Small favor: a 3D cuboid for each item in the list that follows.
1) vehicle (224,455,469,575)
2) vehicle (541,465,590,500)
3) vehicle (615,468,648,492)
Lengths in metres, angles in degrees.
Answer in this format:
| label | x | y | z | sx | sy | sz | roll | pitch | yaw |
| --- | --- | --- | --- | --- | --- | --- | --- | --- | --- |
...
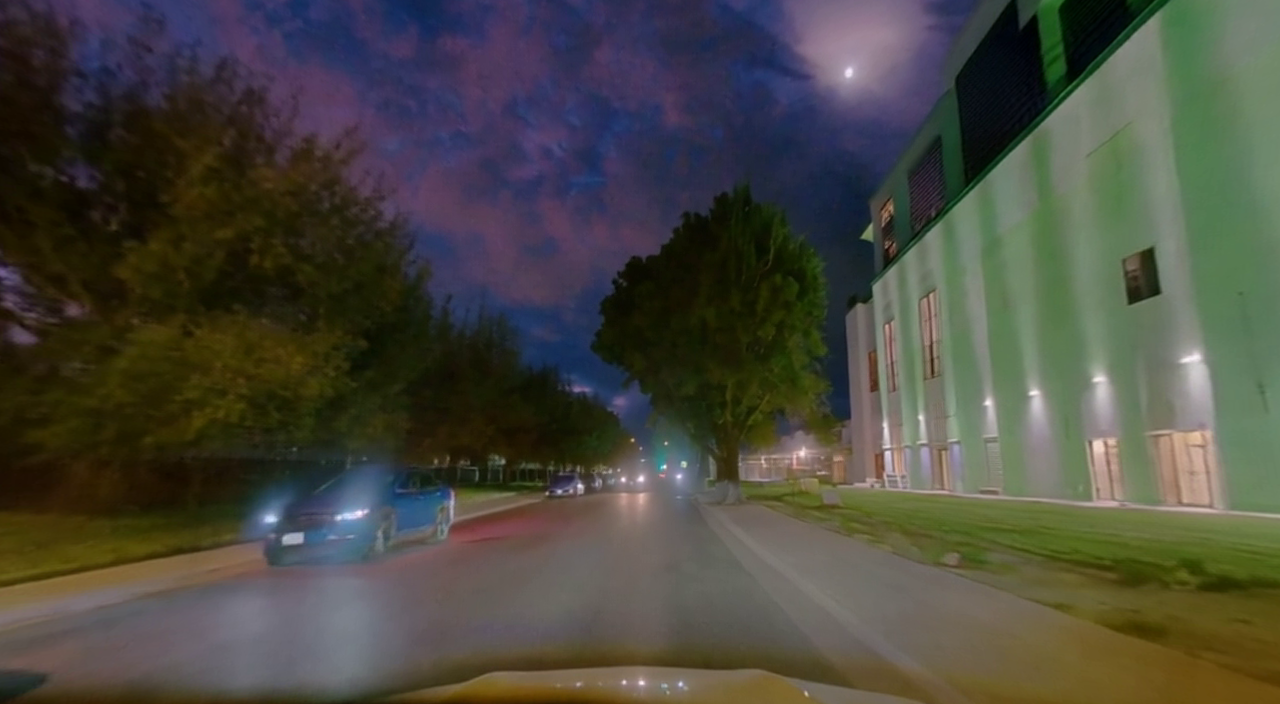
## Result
| label | x | y | z | sx | sy | sz | roll | pitch | yaw |
| --- | --- | --- | --- | --- | --- | --- | --- | --- | --- |
| vehicle | -4.446 | 2.523 | 10.425 | 1.903 | 1.542 | 4.115 | -1 | -10 | 3 |
| vehicle | -3.648 | 6.495 | 31.560 | 2.011 | 1.596 | 3.760 | -1 | -10 | 0 |
| vehicle | -0.511 | 8.482 | 41.860 | 1.978 | 1.453 | 4.314 | 1 | -11 | 2 |
